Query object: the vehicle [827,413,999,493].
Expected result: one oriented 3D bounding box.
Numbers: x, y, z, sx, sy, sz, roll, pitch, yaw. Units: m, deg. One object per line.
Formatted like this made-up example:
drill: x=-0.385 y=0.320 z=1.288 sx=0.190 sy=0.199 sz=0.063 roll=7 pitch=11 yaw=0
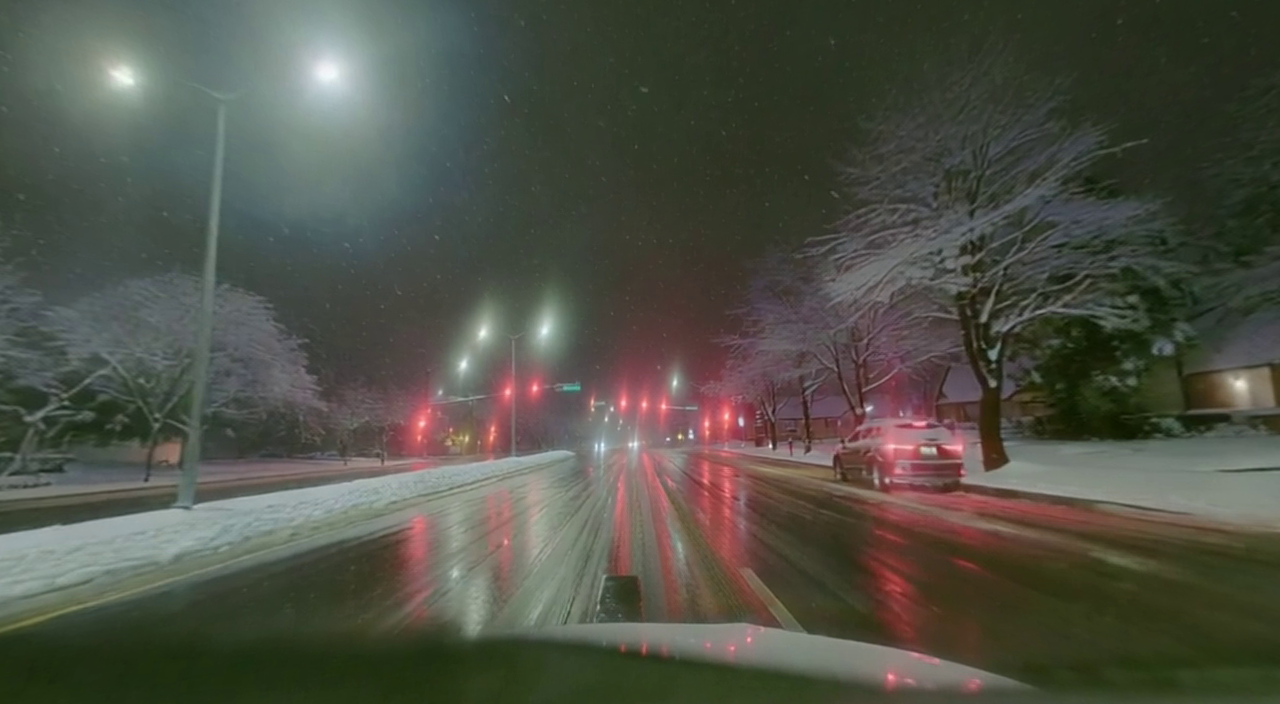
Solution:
vehicle: x=7.389 y=2.843 z=18.027 sx=2.234 sy=1.880 sz=5.812 roll=0 pitch=-8 yaw=-1
